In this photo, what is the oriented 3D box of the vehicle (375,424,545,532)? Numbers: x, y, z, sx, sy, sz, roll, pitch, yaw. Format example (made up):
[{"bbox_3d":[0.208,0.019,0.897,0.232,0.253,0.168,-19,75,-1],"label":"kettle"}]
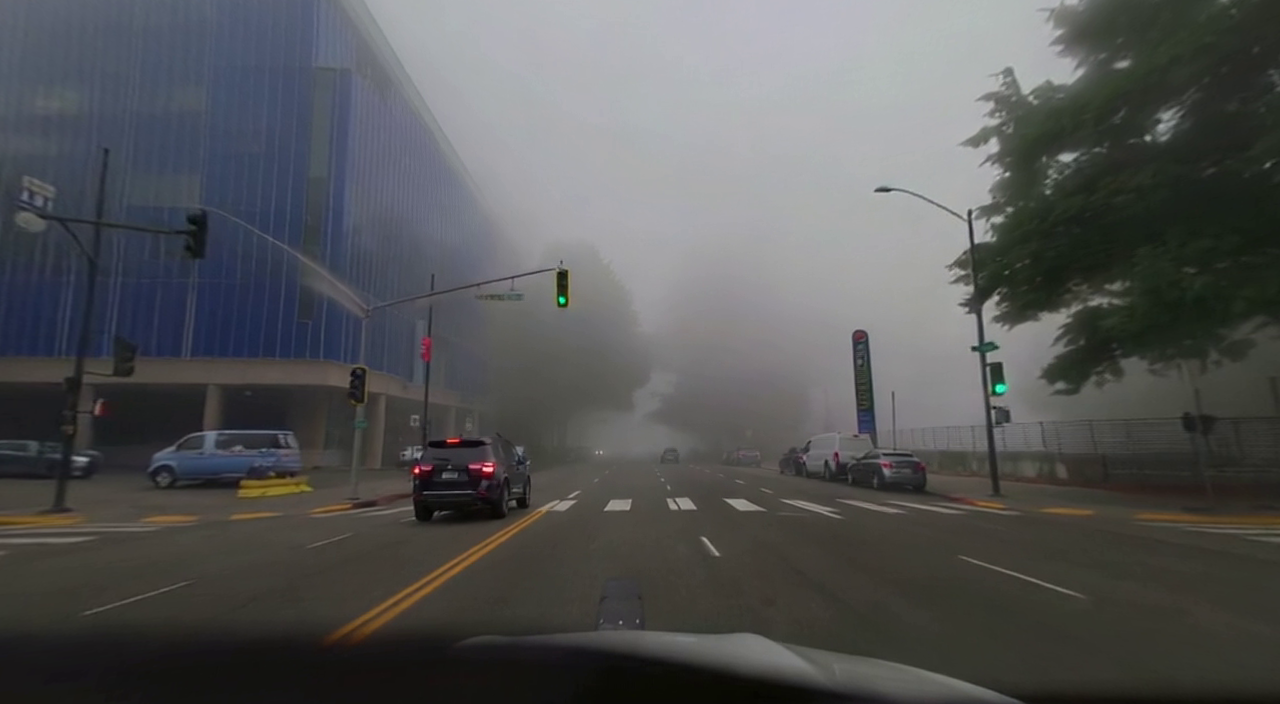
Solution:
[{"bbox_3d":[-3.294,2.408,12.607,2.002,1.756,4.366,0,-9,1],"label":"vehicle"}]

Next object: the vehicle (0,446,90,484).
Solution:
[{"bbox_3d":[-25.245,4.600,25.770,3.998,1.423,1.754,-1,-7,2],"label":"vehicle"}]

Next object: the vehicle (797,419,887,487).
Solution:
[{"bbox_3d":[9.046,4.618,29.015,2.285,2.778,5.847,0,-9,1],"label":"vehicle"}]

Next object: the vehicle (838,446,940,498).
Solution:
[{"bbox_3d":[8.799,4.251,22.767,1.854,1.663,4.300,0,-9,0],"label":"vehicle"}]

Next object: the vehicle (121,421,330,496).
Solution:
[{"bbox_3d":[-13.577,3.521,21.042,5.188,2.293,2.381,0,-9,-1],"label":"vehicle"}]
